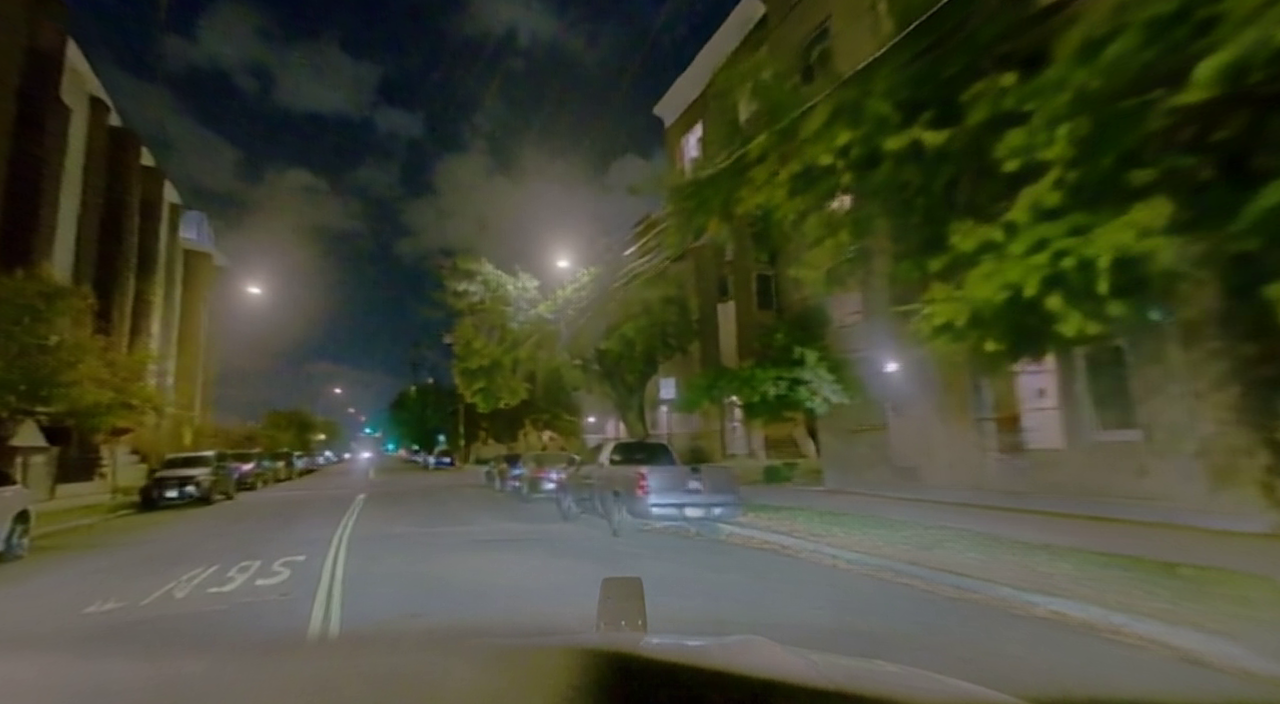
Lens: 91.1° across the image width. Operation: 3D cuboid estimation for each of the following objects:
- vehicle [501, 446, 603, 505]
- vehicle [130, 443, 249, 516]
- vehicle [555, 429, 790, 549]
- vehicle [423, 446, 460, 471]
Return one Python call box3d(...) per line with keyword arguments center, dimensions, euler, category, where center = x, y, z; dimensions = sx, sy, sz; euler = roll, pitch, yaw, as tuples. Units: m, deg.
box3d(center=(-2.784, 3.579, 18.813), dimensions=(1.868, 1.494, 4.652), euler=(3, -9, -22), category="vehicle")
box3d(center=(-14.434, 4.008, 20.465), dimensions=(2.056, 1.876, 4.824), euler=(1, -7, -22), category="vehicle")
box3d(center=(0.246, 2.317, 11.489), dimensions=(2.272, 1.626, 5.170), euler=(5, -9, -22), category="vehicle")
box3d(center=(-15.517, 8.347, 48.962), dimensions=(2.328, 1.730, 4.225), euler=(3, -12, -22), category="vehicle")
